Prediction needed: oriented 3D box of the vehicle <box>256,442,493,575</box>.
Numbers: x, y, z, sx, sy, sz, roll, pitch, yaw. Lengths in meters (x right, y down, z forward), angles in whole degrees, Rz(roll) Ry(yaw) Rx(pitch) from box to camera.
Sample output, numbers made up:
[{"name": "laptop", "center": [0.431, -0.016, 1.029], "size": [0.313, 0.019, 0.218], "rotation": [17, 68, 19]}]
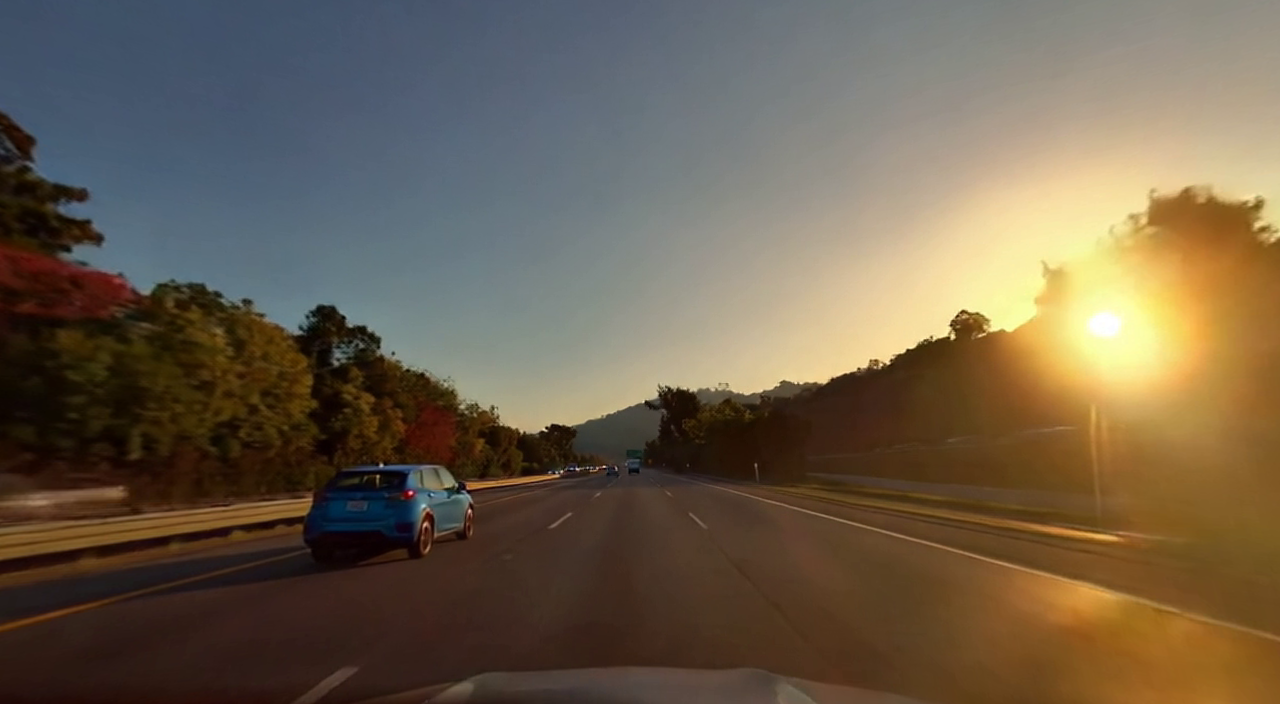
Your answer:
[{"name": "vehicle", "center": [-3.653, 2.245, 9.619], "size": [1.797, 1.532, 4.072], "rotation": [1, -10, 0]}]
